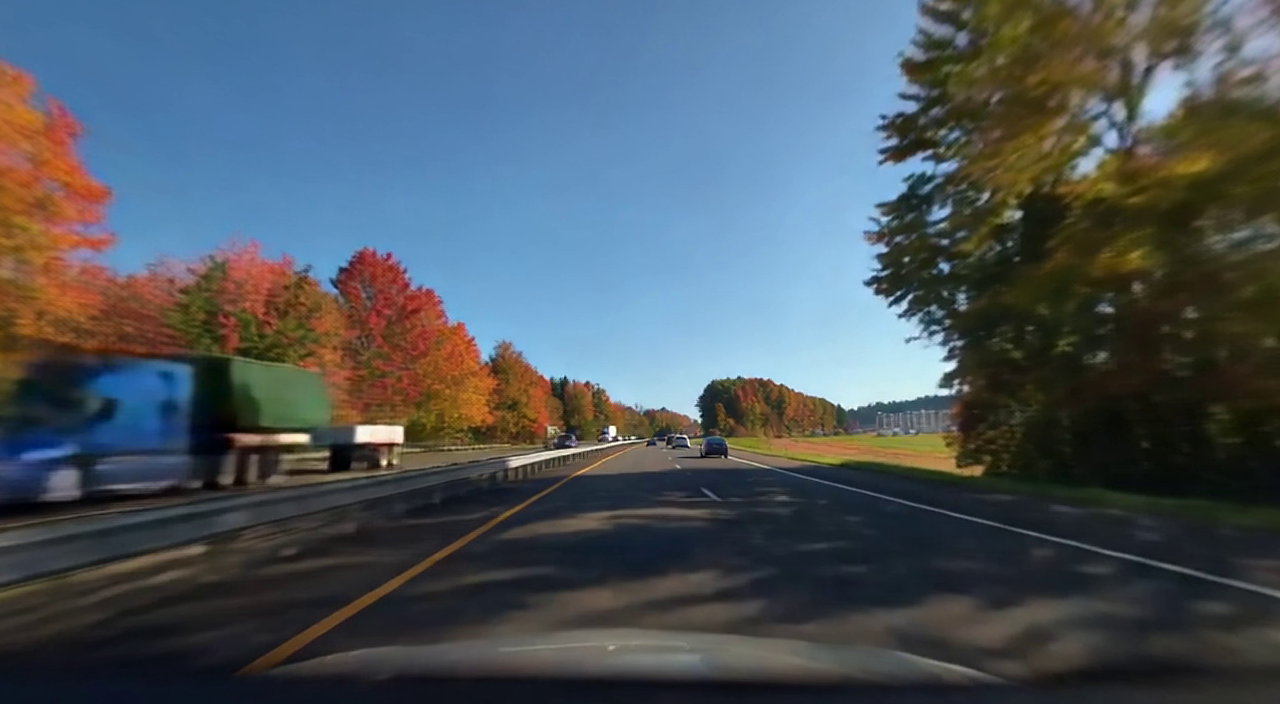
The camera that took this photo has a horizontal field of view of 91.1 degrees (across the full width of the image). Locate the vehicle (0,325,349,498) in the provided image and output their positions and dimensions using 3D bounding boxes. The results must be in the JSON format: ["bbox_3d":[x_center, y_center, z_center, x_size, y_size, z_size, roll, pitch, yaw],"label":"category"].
[{"bbox_3d":[-12.931,2.027,19.293,3.048,3.893,10.150,0,-8,0],"label":"vehicle"}]

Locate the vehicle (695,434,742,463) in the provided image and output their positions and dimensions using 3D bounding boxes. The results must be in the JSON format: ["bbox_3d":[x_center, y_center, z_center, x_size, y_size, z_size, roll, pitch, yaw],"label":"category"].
[{"bbox_3d":[4.280,5.328,34.823,2.024,1.516,4.197,0,-8,0],"label":"vehicle"}]
